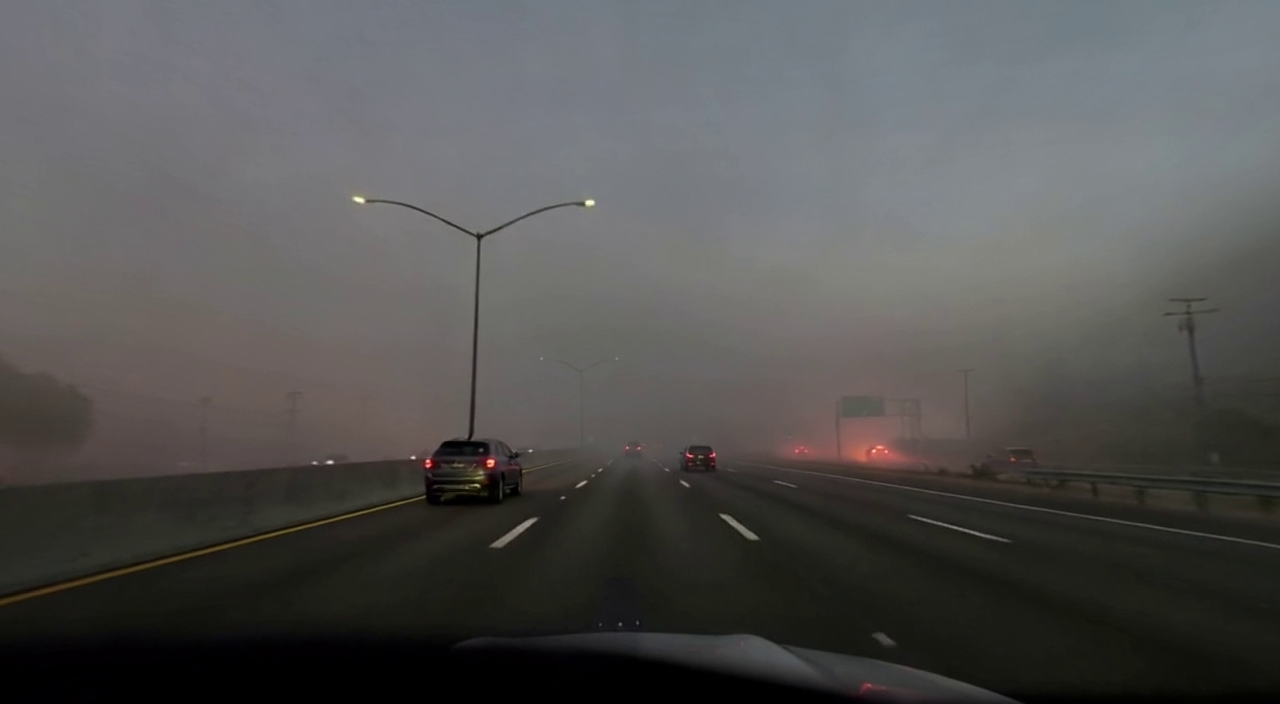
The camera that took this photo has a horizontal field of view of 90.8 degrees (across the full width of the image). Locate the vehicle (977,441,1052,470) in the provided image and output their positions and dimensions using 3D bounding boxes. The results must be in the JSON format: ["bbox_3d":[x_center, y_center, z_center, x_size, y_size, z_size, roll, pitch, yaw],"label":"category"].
[{"bbox_3d":[24.331,6.716,41.294,2.070,1.782,5.006,-1,-9,4],"label":"vehicle"}]

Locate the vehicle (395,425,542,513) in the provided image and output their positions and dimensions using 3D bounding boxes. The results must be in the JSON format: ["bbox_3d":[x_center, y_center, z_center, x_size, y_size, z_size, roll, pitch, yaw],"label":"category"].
[{"bbox_3d":[-3.691,2.620,14.603,2.099,1.682,4.590,0,-9,0],"label":"vehicle"}]

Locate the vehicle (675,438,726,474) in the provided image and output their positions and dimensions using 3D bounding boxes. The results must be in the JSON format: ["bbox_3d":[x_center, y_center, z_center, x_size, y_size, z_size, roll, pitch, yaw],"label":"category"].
[{"bbox_3d":[2.890,5.083,31.128,1.997,1.638,4.281,0,-8,-1],"label":"vehicle"}]
